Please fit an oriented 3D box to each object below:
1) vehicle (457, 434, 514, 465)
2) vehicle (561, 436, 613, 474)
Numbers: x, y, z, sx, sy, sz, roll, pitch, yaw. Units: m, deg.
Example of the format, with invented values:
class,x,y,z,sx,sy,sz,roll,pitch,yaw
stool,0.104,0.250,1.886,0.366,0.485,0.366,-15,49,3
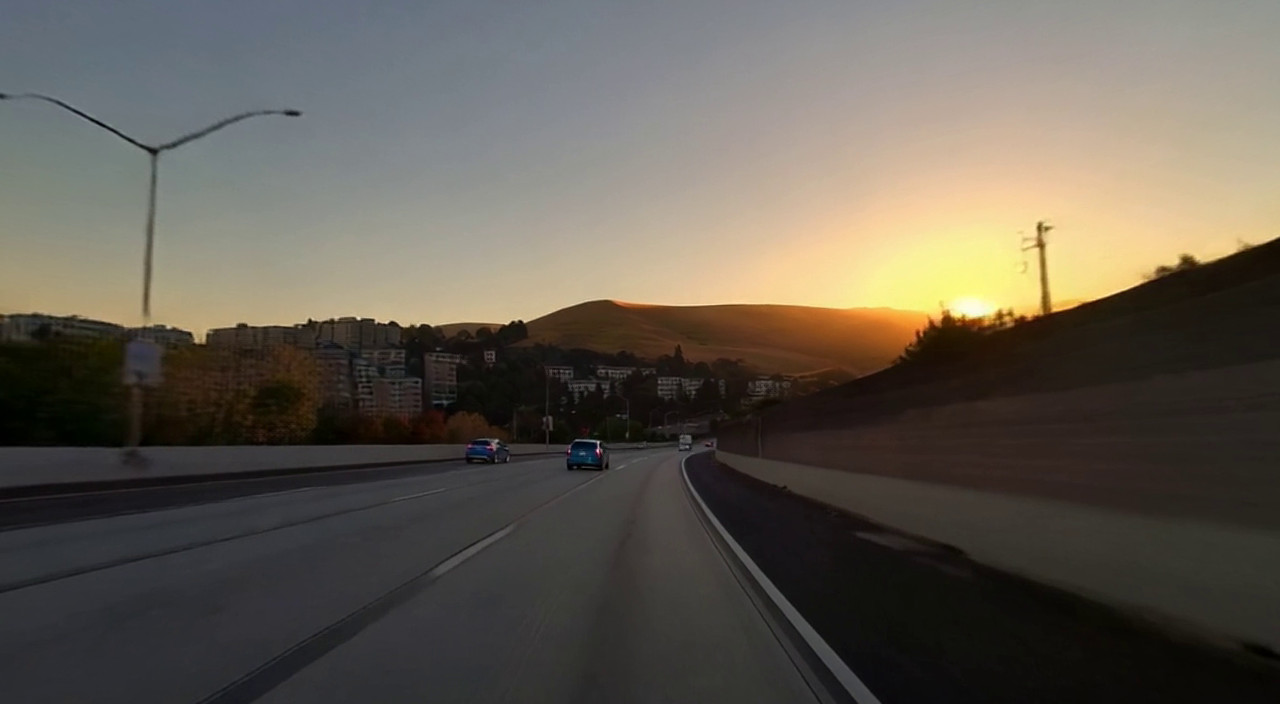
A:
class,x,y,z,sx,sy,sz,roll,pitch,yaw
vehicle,-9.443,5.995,38.884,2.039,1.746,4.528,-1,-8,5
vehicle,-2.633,5.201,32.188,2.028,1.782,4.150,-1,-8,4
